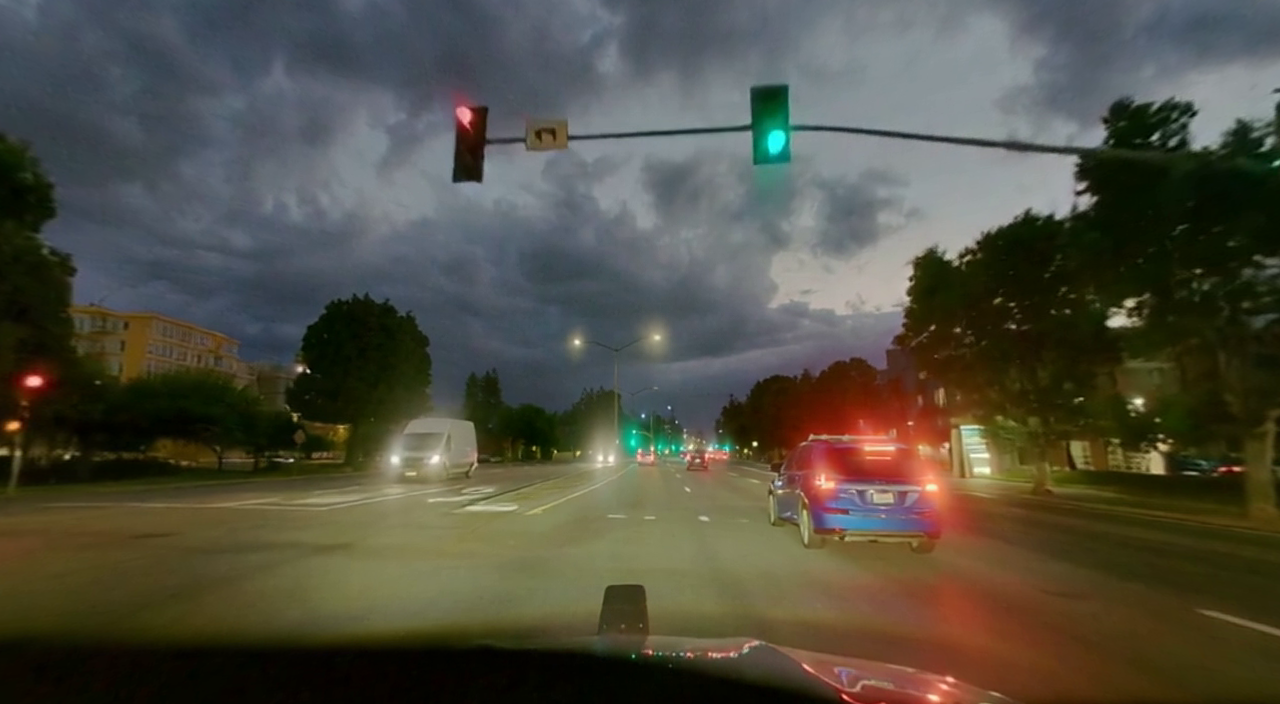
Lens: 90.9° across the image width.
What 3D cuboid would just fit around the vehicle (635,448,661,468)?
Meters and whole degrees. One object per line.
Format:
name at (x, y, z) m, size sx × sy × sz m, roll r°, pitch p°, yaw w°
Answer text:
vehicle at (0.627, 8.227, 49.080) m, size 1.991 × 1.477 × 3.814 m, roll 0°, pitch -9°, yaw 1°

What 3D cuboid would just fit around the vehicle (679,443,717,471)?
vehicle at (3.967, 7.278, 43.847) m, size 2.154 × 1.844 × 4.634 m, roll 0°, pitch -9°, yaw 0°

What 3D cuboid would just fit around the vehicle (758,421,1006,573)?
vehicle at (3.016, 1.881, 8.908) m, size 1.901 × 1.634 × 3.952 m, roll 0°, pitch -9°, yaw 0°

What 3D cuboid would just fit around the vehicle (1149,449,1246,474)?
vehicle at (35.627, 6.983, 40.395) m, size 1.898 × 1.530 × 4.215 m, roll 2°, pitch -9°, yaw -12°

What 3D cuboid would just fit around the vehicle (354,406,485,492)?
vehicle at (-8.351, 3.829, 24.932) m, size 2.524 × 2.885 × 6.868 m, roll 1°, pitch -9°, yaw 1°
